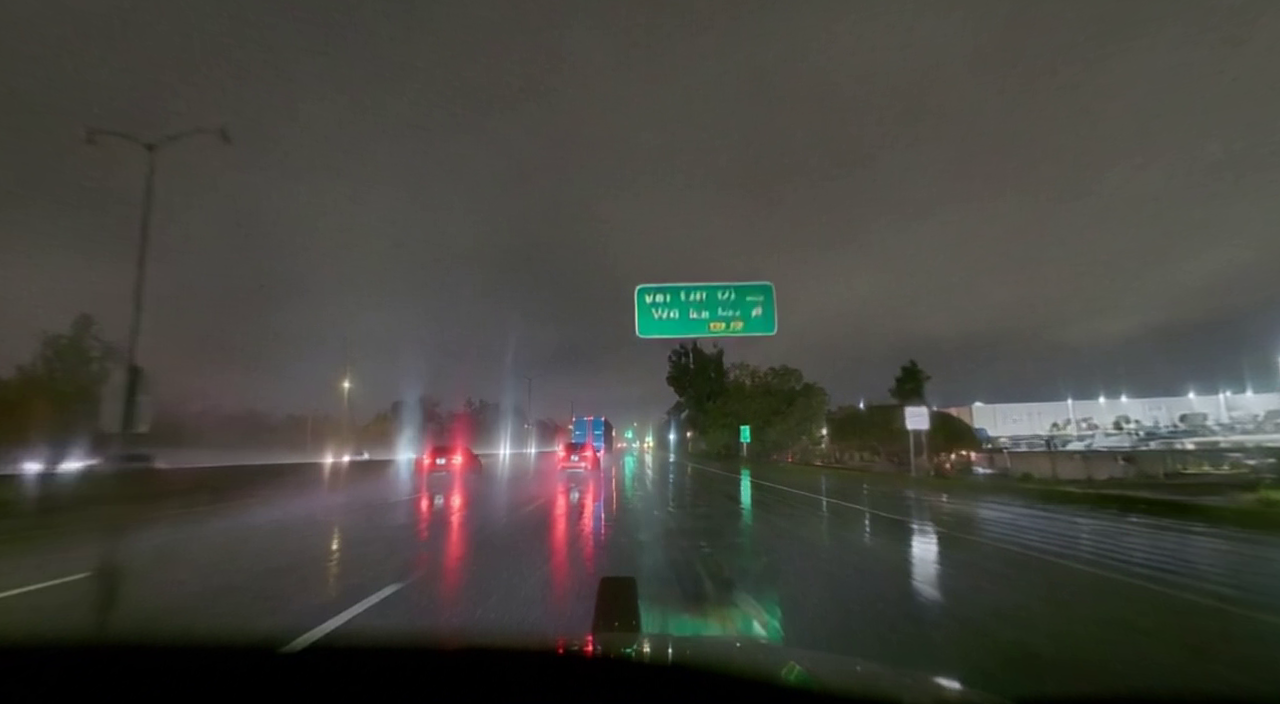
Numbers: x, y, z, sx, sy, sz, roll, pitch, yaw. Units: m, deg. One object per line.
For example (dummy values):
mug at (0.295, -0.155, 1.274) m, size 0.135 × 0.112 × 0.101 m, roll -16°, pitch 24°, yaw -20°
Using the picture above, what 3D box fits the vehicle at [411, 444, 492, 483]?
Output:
vehicle at (-7.766, 4.629, 26.487) m, size 2.026 × 1.477 × 4.467 m, roll 0°, pitch -9°, yaw 0°

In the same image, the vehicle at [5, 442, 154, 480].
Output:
vehicle at (-27.257, 5.300, 31.107) m, size 2.128 × 1.667 × 5.661 m, roll 0°, pitch -9°, yaw 0°

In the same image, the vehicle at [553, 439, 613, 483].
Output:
vehicle at (-2.288, 4.483, 26.305) m, size 2.033 × 1.669 × 4.112 m, roll 0°, pitch -9°, yaw 1°
